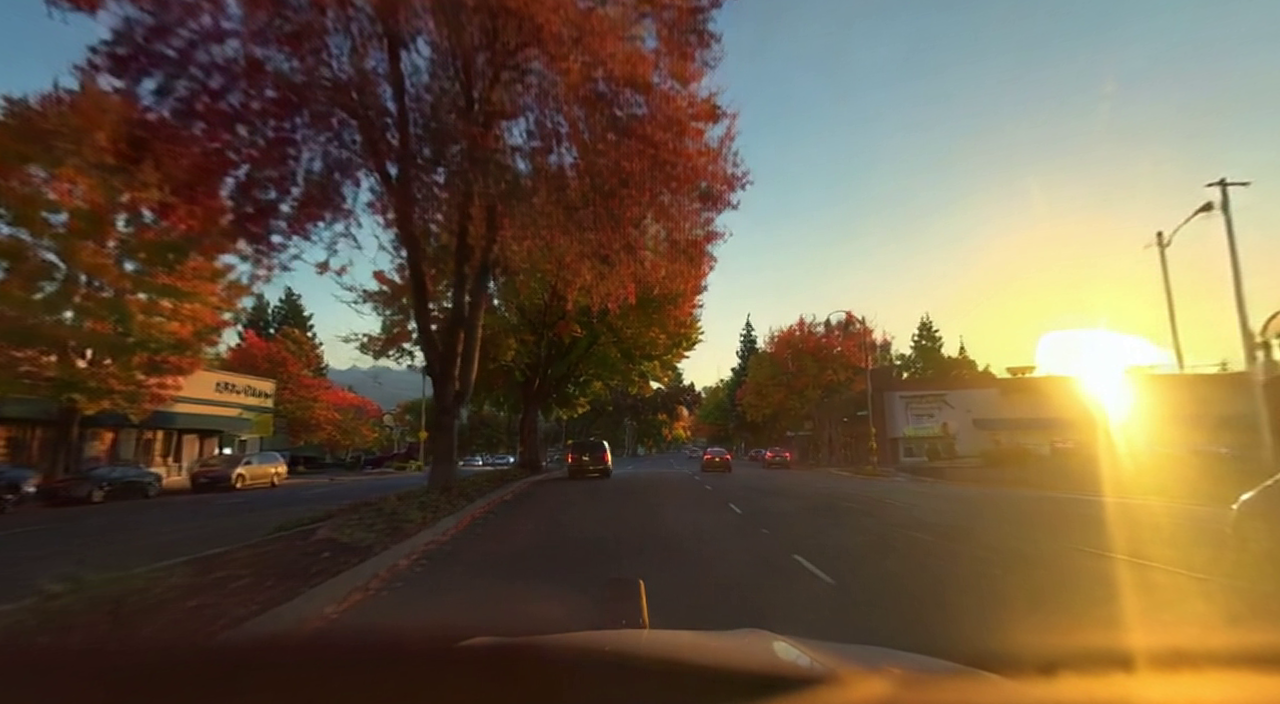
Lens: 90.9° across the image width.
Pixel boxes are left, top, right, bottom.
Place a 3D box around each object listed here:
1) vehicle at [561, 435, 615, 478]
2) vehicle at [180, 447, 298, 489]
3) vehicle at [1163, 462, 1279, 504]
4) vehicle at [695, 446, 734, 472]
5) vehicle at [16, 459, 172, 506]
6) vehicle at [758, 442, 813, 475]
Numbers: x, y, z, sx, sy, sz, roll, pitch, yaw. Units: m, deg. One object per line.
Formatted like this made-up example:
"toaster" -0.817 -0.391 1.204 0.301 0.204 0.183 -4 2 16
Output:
"vehicle" -2.367 4.930 30.067 2.344 1.863 4.665 0 -8 -2
"vehicle" -18.781 5.407 29.924 1.914 1.785 5.408 0 -8 2
"vehicle" 28.022 6.047 29.262 5.680 1.772 2.071 0 -8 -2
"vehicle" 4.486 6.536 38.733 1.886 1.464 4.290 0 -8 0
"vehicle" -18.841 4.489 22.056 1.737 1.349 4.014 0 -8 3
"vehicle" 8.086 5.937 35.475 2.040 1.738 4.414 0 -8 0
